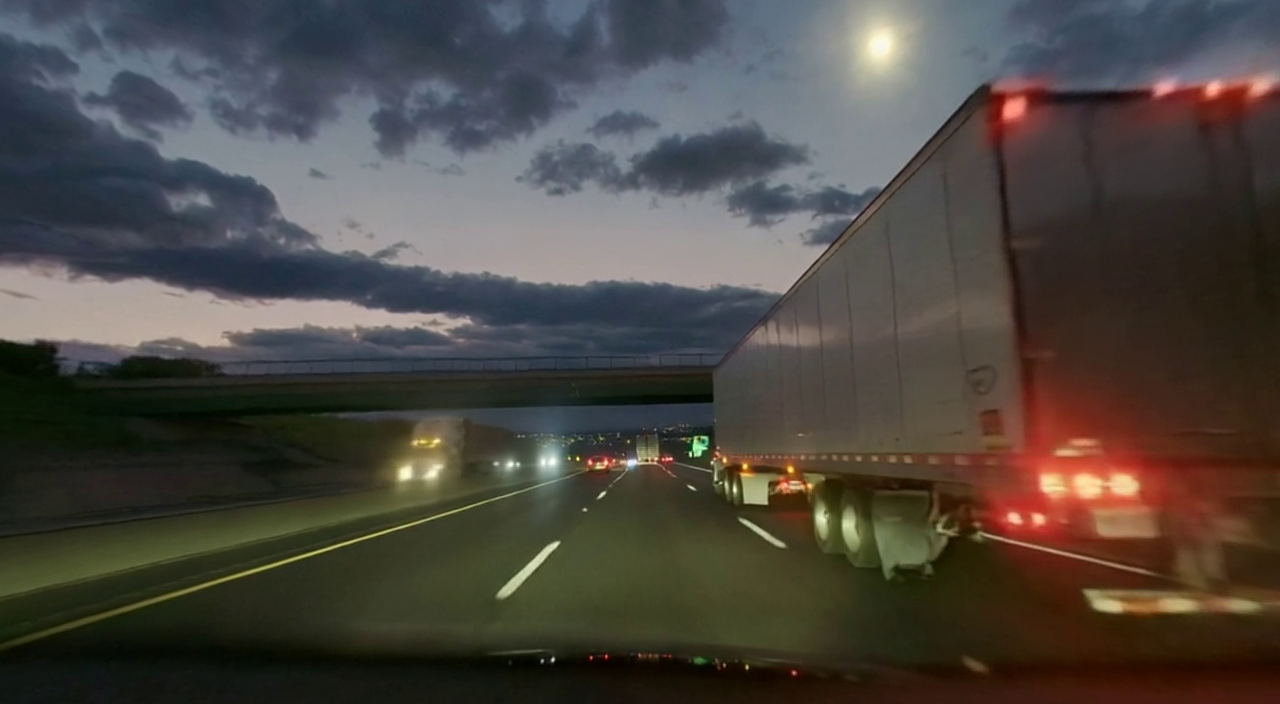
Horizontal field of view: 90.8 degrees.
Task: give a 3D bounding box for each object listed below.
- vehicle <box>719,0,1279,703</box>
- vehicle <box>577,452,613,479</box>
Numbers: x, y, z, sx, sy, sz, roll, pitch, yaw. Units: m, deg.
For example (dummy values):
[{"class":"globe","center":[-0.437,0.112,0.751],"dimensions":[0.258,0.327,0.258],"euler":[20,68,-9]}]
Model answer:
[{"class":"vehicle","center":[4.074,1.158,11.550],"dimensions":[3.131,4.037,16.729],"euler":[0,-9,0]},{"class":"vehicle","center":[-2.844,7.303,40.890],"dimensions":[2.007,1.647,3.854],"euler":[0,-9,0]}]
